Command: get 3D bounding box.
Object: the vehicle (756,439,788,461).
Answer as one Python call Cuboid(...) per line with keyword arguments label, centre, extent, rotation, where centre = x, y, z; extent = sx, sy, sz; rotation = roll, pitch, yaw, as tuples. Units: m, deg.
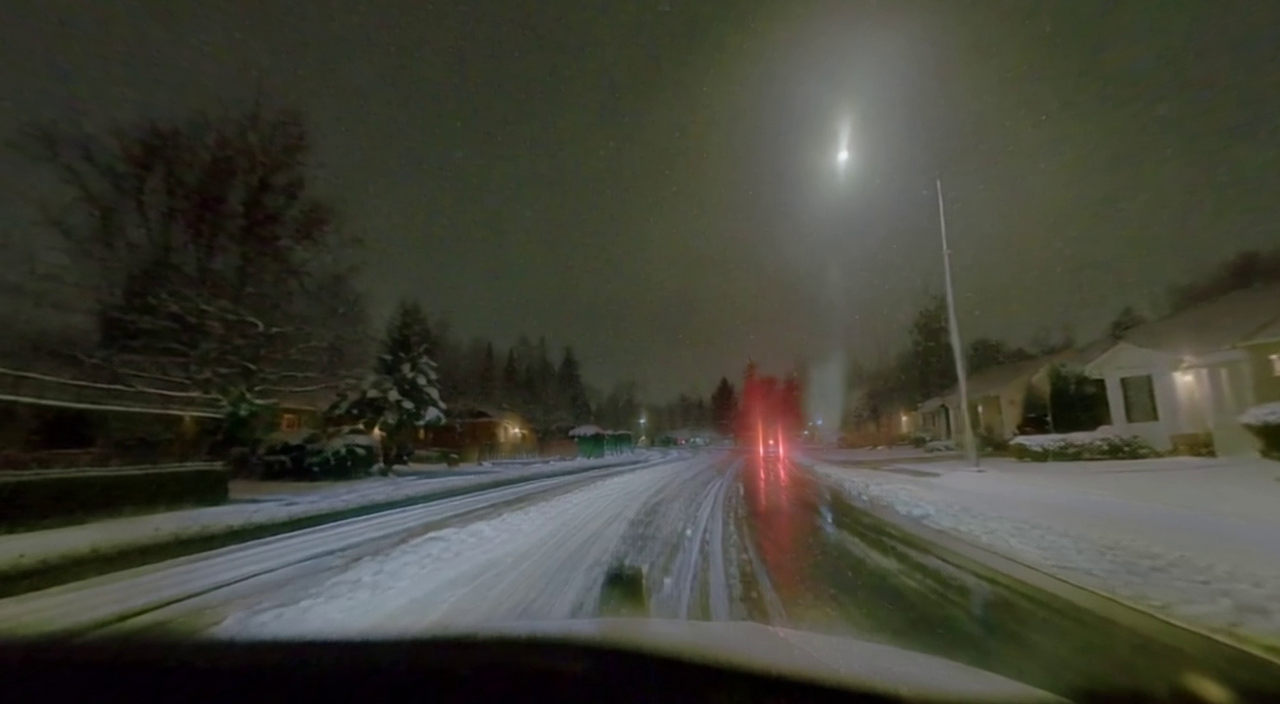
Cuboid(label="vehicle", centre=(9.621, 7.095, 45.683), extent=(2.129, 1.490, 4.369), rotation=(-2, -9, 12))
